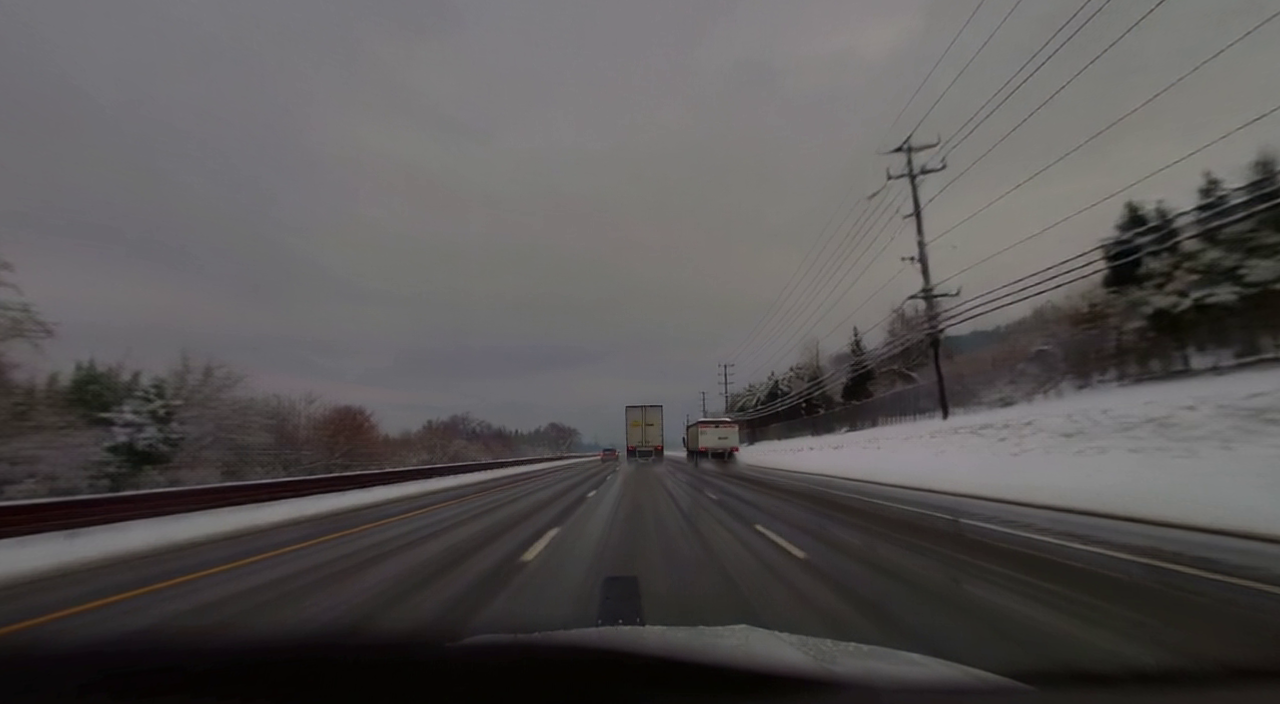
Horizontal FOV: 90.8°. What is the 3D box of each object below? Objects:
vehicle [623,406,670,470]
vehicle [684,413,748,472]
[{"bbox_3d":[0.500,6.500,46.639,2.997,4.076,13.224,0,-9,1],"label":"vehicle"},{"bbox_3d":[4.688,5.907,40.884,2.938,3.378,8.820,0,-9,0],"label":"vehicle"}]
